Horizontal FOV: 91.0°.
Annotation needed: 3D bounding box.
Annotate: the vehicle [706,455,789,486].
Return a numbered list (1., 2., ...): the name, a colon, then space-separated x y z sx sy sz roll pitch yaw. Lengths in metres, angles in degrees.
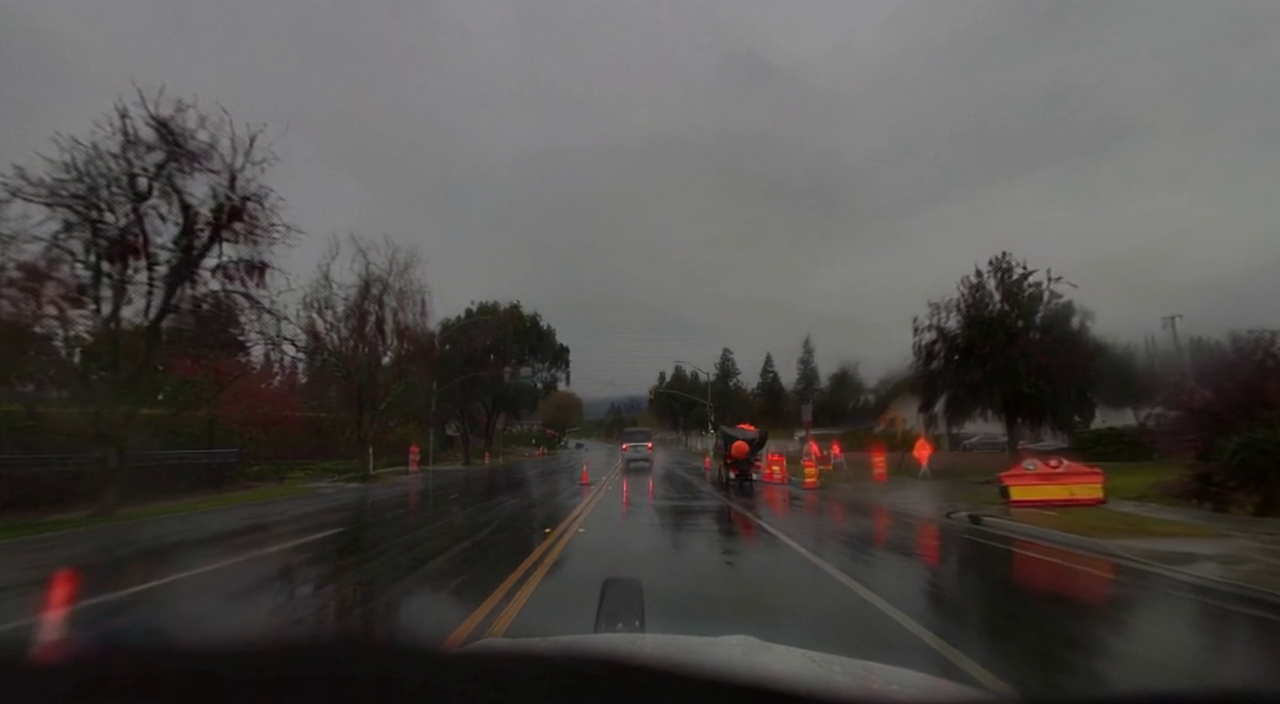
1. vehicle: 3.418 3.848 20.601 2.123 0.883 3.024 0 -8 -1

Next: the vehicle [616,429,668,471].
1. vehicle: 0.026 4.348 28.066 2.151 1.708 4.084 0 -8 -1

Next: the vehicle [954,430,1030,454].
1. vehicle: 24.450 6.267 43.767 4.151 1.429 1.743 -3 -8 3
